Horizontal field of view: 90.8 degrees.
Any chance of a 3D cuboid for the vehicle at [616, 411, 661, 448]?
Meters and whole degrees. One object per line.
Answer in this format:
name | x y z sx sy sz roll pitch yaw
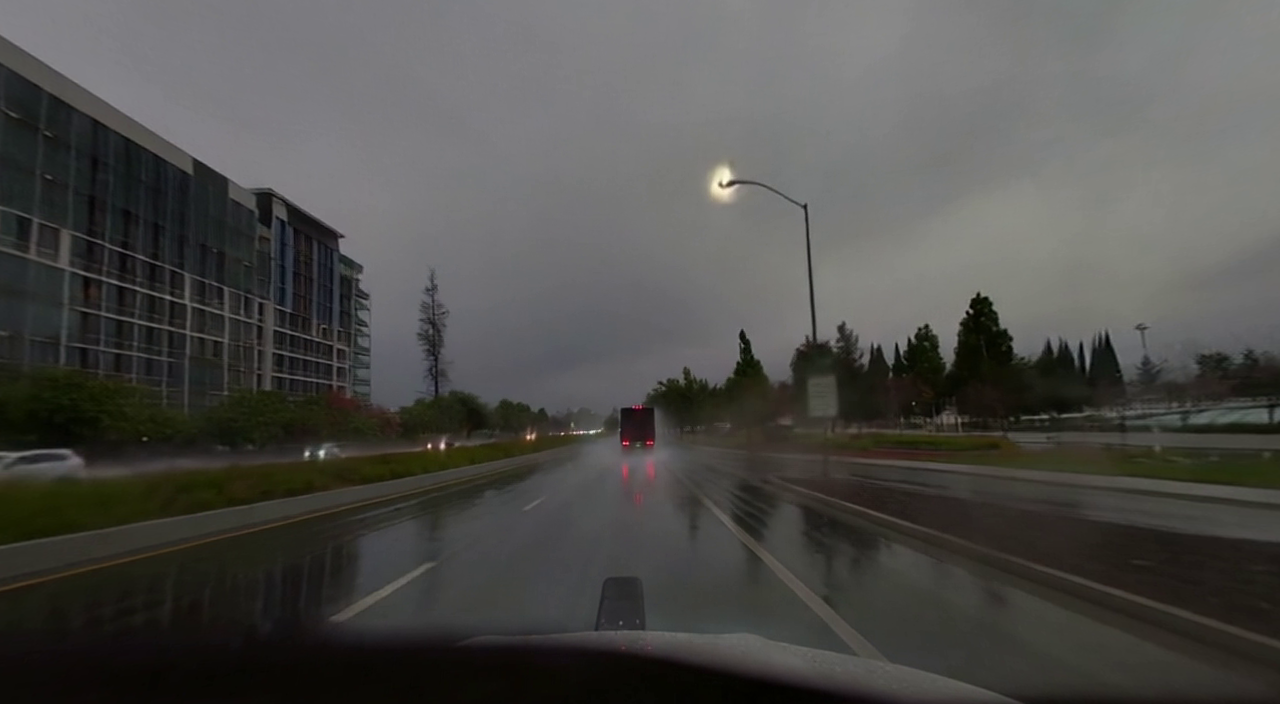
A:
vehicle | -0.176 4.202 33.660 2.178 1.829 4.932 0 -9 -3
